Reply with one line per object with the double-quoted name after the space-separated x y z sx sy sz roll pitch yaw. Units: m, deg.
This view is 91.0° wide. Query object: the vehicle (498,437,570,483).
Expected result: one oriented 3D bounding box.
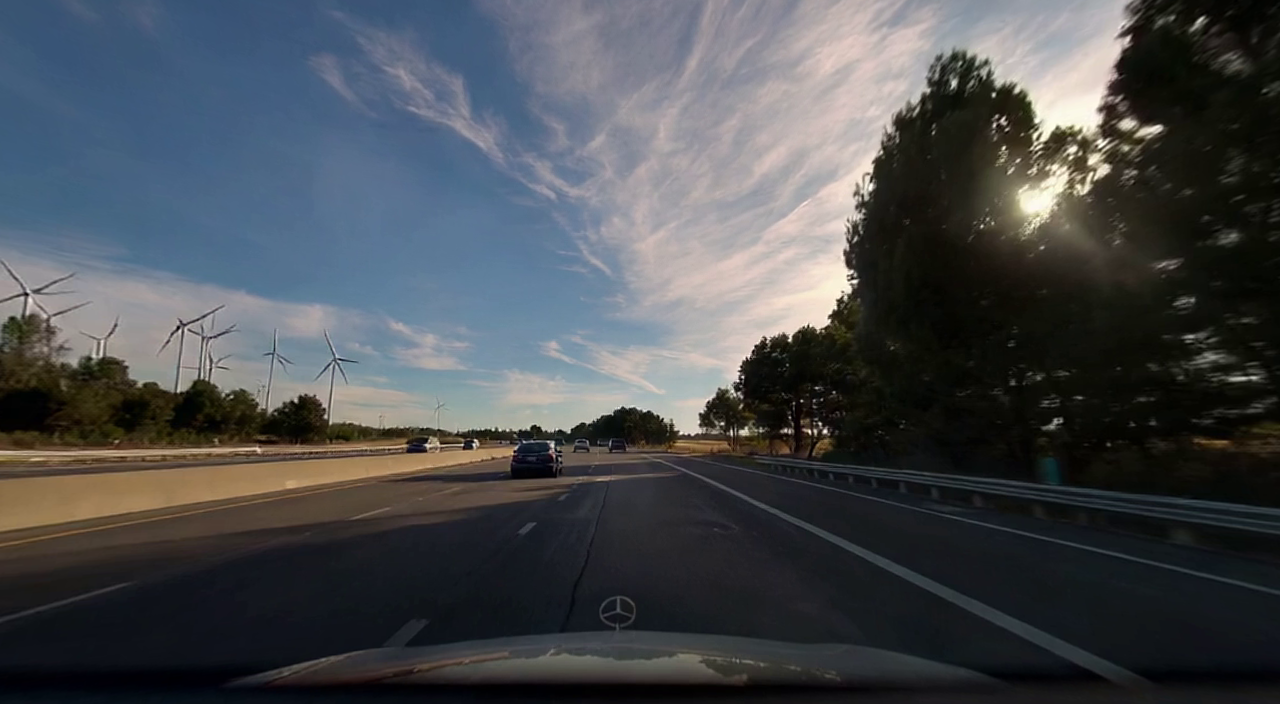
-3.840 3.974 23.514 2.053 1.549 4.097 0 -8 -1 "vehicle"
